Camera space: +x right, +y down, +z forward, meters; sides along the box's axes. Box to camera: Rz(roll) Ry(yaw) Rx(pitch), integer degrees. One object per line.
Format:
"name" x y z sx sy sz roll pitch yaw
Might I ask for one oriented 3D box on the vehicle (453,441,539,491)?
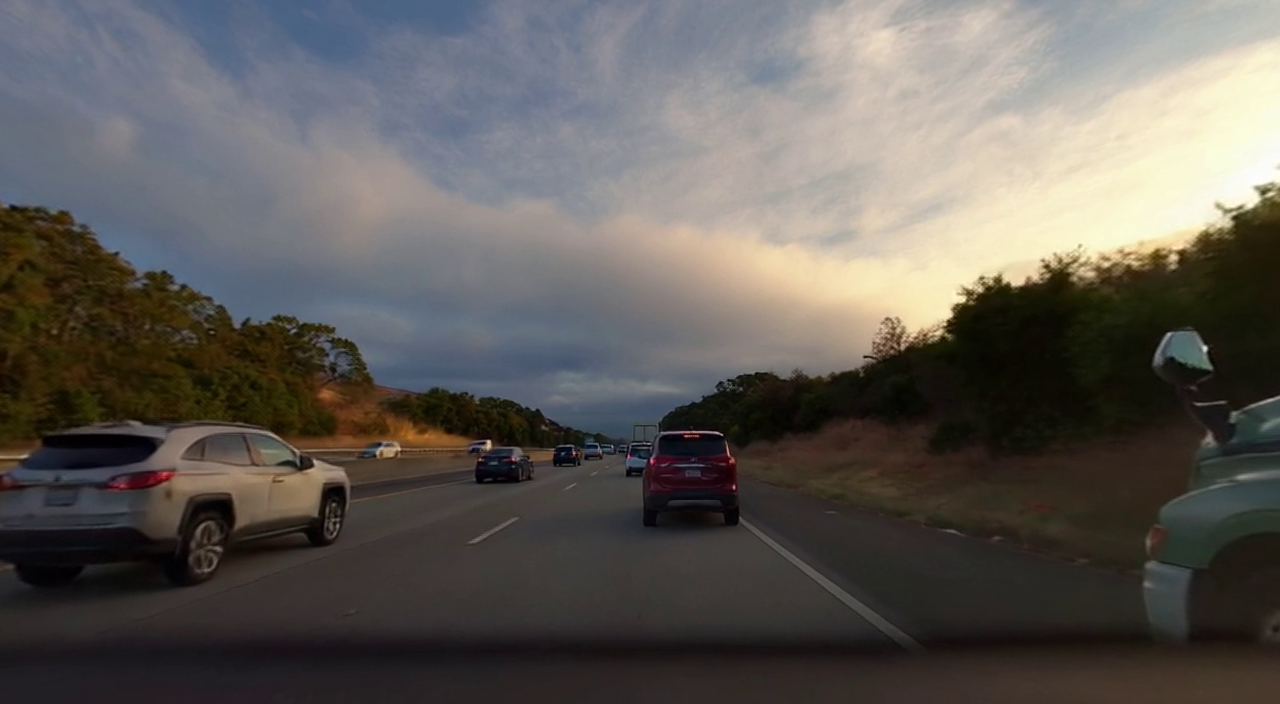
"vehicle" -4.638 3.721 20.873 1.867 1.489 3.829 0 -9 1

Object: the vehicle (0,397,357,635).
"vehicle" -4.944 1.464 6.573 1.934 1.642 4.201 0 -9 1

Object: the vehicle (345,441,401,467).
"vehicle" -15.766 6.036 37.373 1.779 1.439 3.457 0 -9 1

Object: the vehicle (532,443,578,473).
"vehicle" -4.621 5.840 34.931 1.855 1.527 4.209 0 -9 2

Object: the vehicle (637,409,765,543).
"vehicle" 0.873 2.093 11.162 1.825 1.920 3.960 0 -9 0
